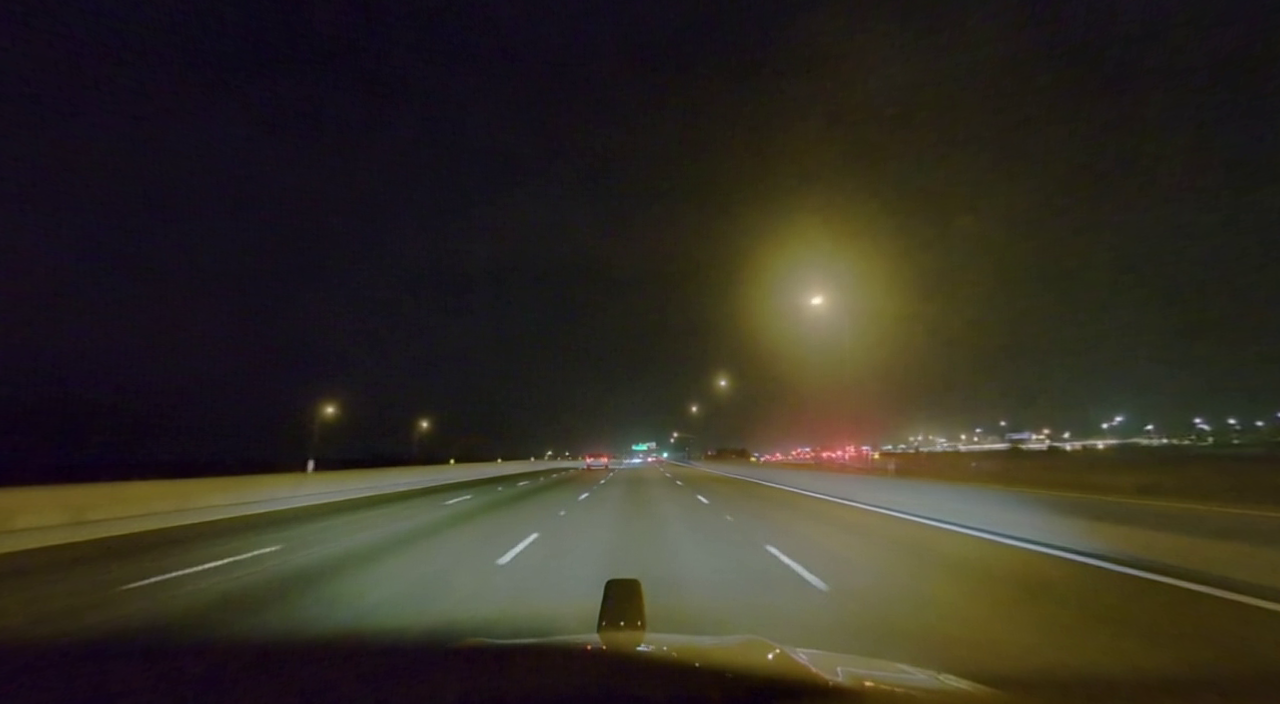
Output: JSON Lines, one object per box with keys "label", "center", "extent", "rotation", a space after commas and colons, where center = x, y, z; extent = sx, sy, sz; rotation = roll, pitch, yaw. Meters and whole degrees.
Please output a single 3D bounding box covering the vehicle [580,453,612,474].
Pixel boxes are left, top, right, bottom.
{"label": "vehicle", "center": [-3.300, 8.431, 47.922], "extent": [2.041, 1.512, 3.996], "rotation": [0, -9, 0]}
